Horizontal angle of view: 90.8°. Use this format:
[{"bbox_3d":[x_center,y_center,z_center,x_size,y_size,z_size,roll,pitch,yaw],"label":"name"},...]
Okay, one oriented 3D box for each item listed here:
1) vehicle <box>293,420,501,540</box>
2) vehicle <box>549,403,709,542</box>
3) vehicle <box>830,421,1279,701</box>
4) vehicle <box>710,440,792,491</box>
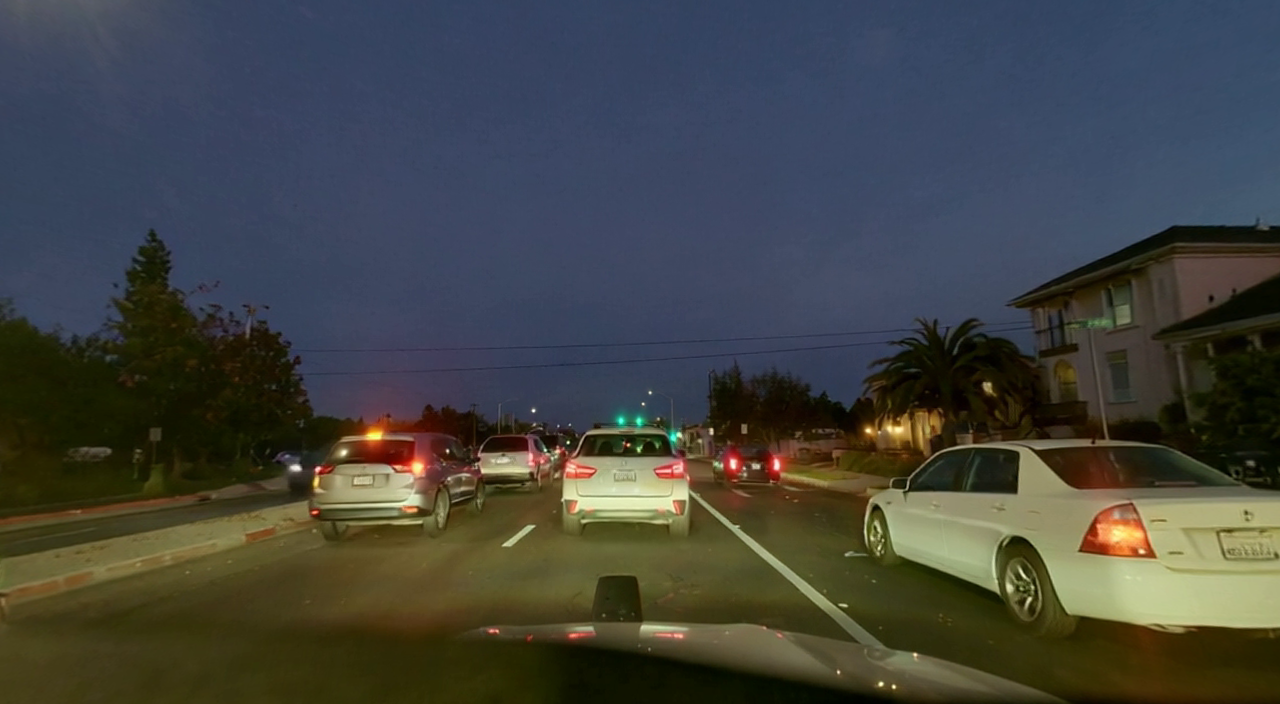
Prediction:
[{"bbox_3d":[-3.721,2.029,10.640,1.864,1.576,4.324,0,-8,-1],"label":"vehicle"},{"bbox_3d":[-0.235,1.945,10.758,2.164,1.867,4.254,0,-8,-2],"label":"vehicle"},{"bbox_3d":[3.472,1.457,5.754,1.977,1.480,4.589,0,-8,-1],"label":"vehicle"},{"bbox_3d":[3.502,3.649,20.656,1.880,1.476,3.932,0,-8,-1],"label":"vehicle"}]
